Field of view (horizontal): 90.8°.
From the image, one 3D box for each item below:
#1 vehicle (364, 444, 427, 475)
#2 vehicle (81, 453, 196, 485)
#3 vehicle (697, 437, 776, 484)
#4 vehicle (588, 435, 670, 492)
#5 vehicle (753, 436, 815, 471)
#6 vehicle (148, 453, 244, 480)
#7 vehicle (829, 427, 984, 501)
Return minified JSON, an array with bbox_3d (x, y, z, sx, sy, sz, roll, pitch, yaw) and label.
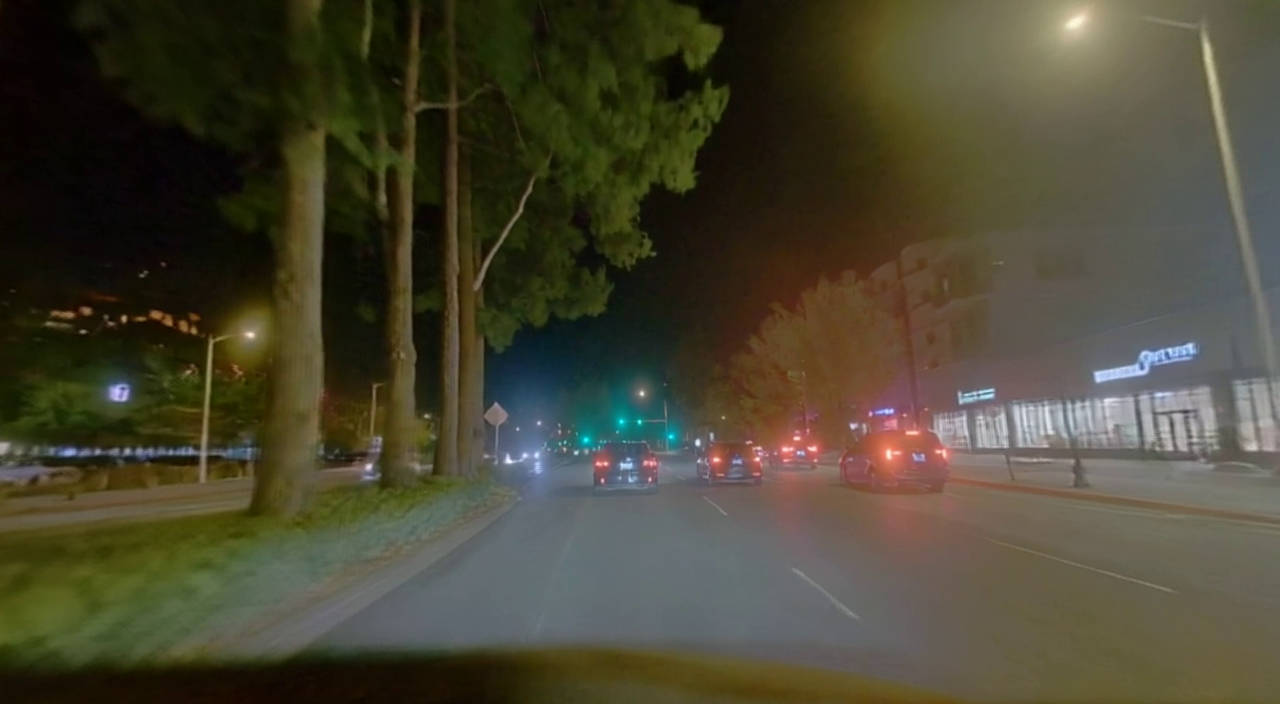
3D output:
[{"bbox_3d":[-13.097,5.766,34.084,1.934,1.491,3.684,-1,-8,0],"label":"vehicle"},{"bbox_3d":[-27.820,6.491,35.134,4.640,1.640,2.026,0,-9,1],"label":"vehicle"},{"bbox_3d":[3.312,3.819,22.537,1.993,1.477,4.240,0,-9,-2],"label":"vehicle"},{"bbox_3d":[-0.380,3.189,18.444,2.101,1.444,4.248,0,-9,-2],"label":"vehicle"},{"bbox_3d":[7.261,5.170,32.333,2.025,1.666,4.448,0,-9,-2],"label":"vehicle"},{"bbox_3d":[-28.413,7.342,40.534,4.576,1.606,2.063,0,-9,1],"label":"vehicle"},{"bbox_3d":[7.016,2.996,17.341,2.052,1.708,4.842,0,-9,-1],"label":"vehicle"}]
